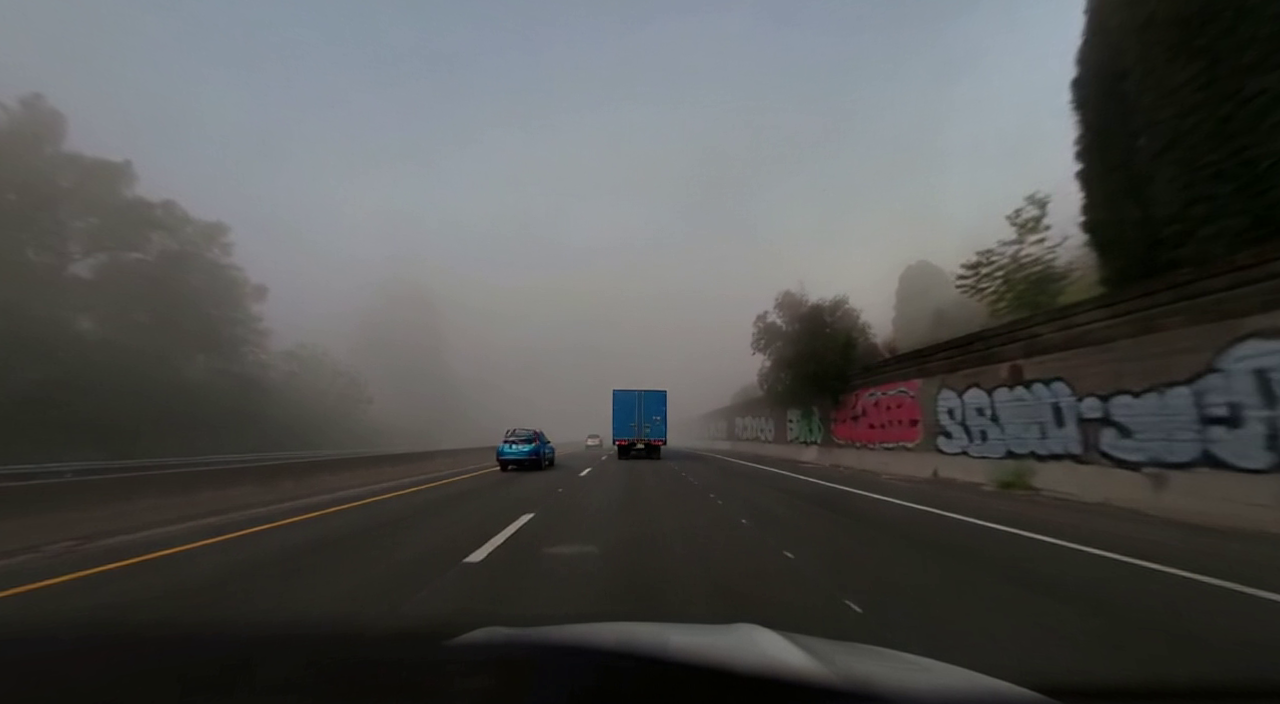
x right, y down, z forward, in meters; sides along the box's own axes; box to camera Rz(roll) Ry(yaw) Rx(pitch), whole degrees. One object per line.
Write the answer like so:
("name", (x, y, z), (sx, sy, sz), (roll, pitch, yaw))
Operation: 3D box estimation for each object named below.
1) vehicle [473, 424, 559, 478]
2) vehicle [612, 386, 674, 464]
("vehicle", (-4.091, 3.321, 21.487), (2.058, 1.645, 4.130), (0, -8, 0))
("vehicle", (0.043, 4.077, 34.578), (2.927, 3.649, 9.443), (0, -8, -1))
